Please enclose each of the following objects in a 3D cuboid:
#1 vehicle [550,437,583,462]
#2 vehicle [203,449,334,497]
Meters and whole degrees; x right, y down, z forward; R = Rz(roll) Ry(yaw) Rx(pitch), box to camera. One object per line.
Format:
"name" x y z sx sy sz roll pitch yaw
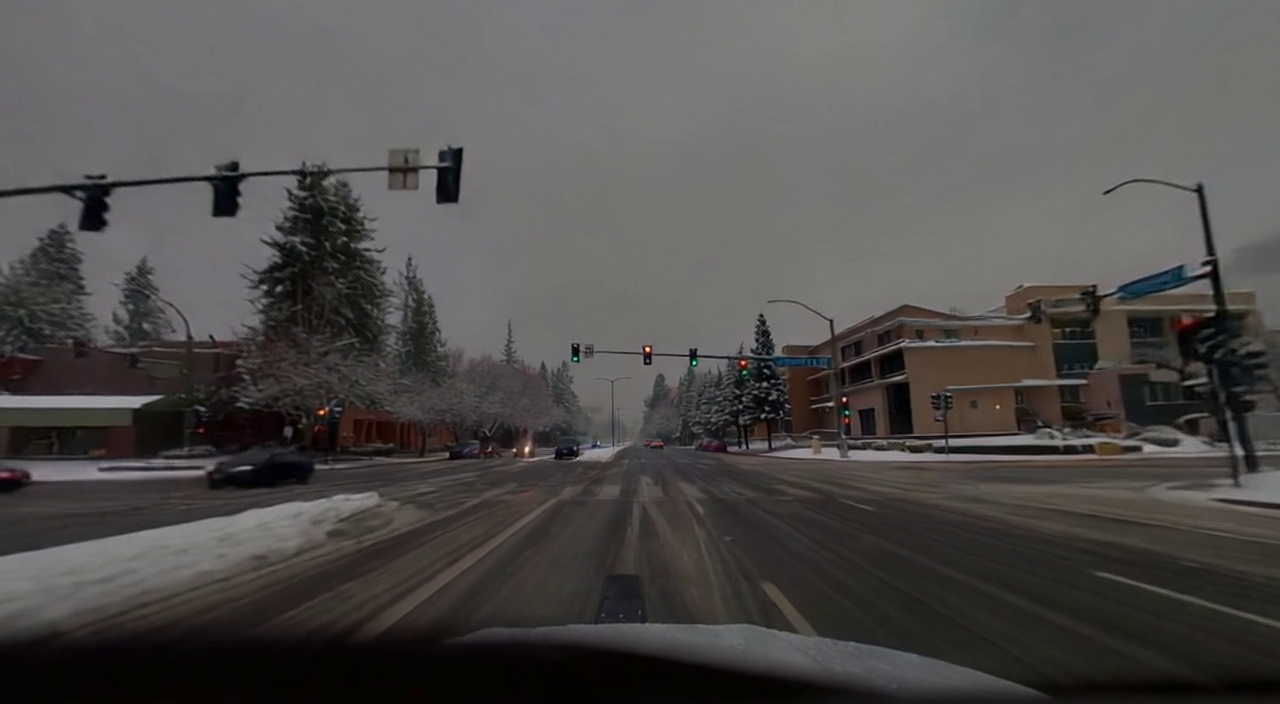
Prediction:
"vehicle" -5.596 7.449 48.406 2.098 1.789 4.338 0 -8 -1
"vehicle" -12.040 3.921 20.840 1.890 1.358 3.988 -1 -8 0
